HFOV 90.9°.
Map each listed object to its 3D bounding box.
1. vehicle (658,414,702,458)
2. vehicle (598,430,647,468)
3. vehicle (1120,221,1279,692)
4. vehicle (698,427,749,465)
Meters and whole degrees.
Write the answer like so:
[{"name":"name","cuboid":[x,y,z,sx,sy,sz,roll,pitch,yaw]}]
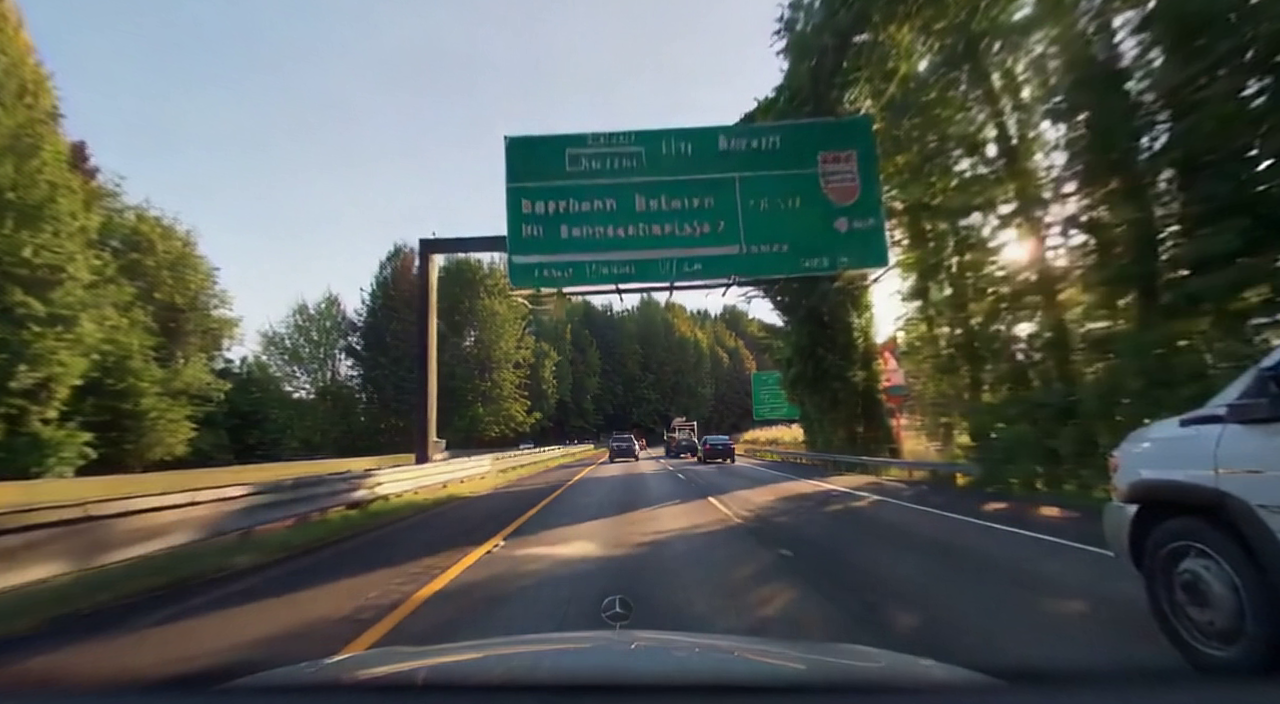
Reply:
[{"name":"vehicle","cuboid":[2.949,6.461,48.498,2.728,3.053,7.708,0,-7,-1]},{"name":"vehicle","cuboid":[-0.814,4.632,30.509,2.206,1.681,4.111,0,-7,-1]},{"name":"vehicle","cuboid":[4.612,0.283,1.276,2.452,2.444,5.972,0,-7,-1]},{"name":"vehicle","cuboid":[4.379,4.976,33.646,2.073,1.905,4.023,0,-7,-2]}]
